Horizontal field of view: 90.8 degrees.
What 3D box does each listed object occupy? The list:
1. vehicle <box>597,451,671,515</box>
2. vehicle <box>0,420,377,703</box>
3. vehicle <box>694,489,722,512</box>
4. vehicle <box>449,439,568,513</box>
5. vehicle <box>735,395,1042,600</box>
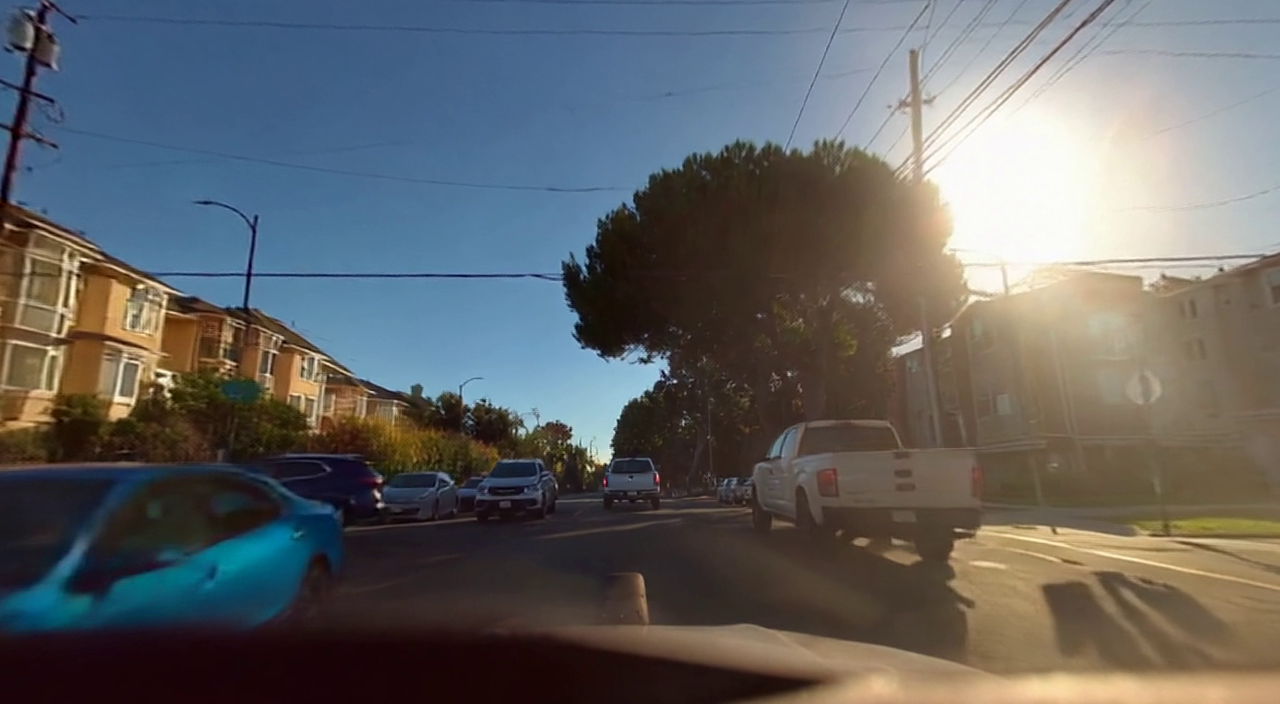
[{"bbox_3d":[-0.170,4.592,22.023,2.308,1.940,4.125,-1,-12,0],"label":"vehicle"},{"bbox_3d":[-3.078,1.088,2.939,1.868,1.462,4.385,0,-8,-1],"label":"vehicle"},{"bbox_3d":[5.199,11.421,48.792,1.725,1.442,3.740,0,-8,-1],"label":"vehicle"},{"bbox_3d":[-3.702,3.925,19.184,2.330,1.859,6.068,0,-15,0],"label":"vehicle"},{"bbox_3d":[2.695,1.707,8.369,2.027,1.907,4.736,0,-8,-1],"label":"vehicle"}]
